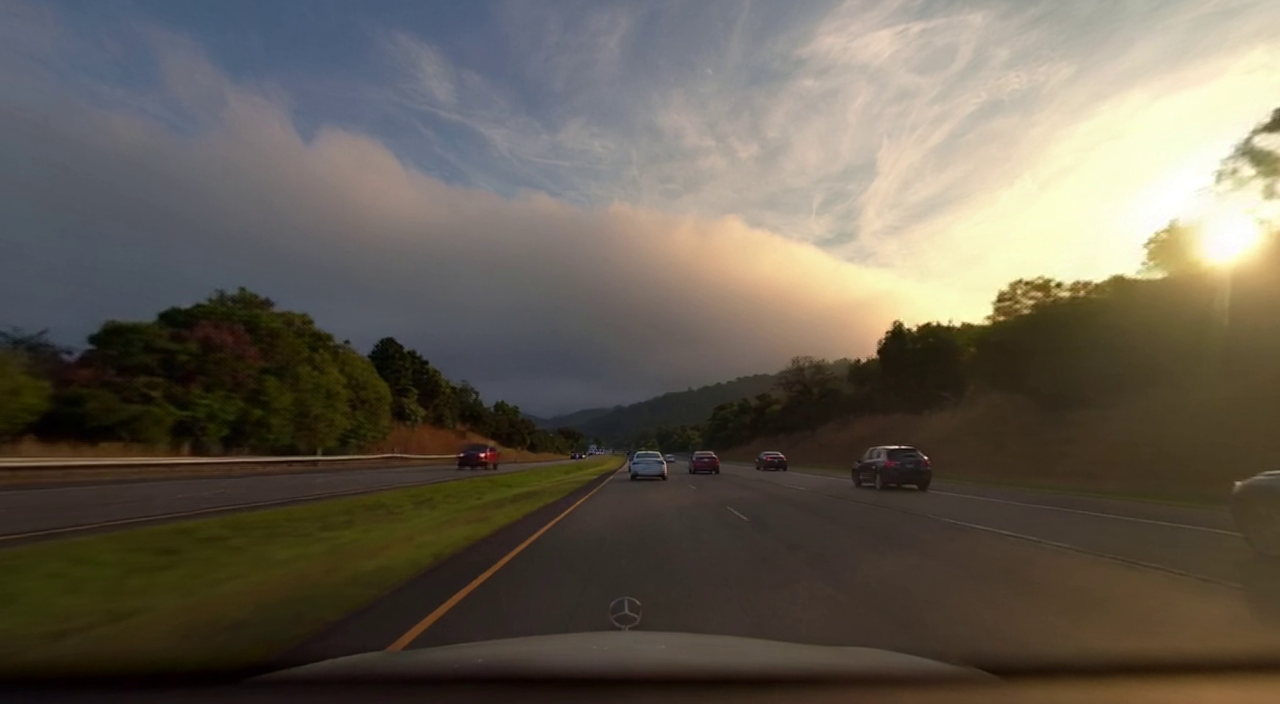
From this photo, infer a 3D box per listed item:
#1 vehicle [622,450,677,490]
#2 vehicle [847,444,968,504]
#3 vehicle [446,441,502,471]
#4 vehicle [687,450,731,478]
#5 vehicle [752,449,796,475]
[{"bbox_3d":[0.366,4.652,25.109,2.020,1.426,3.702,0,-9,0],"label":"vehicle"},{"bbox_3d":[7.689,3.507,18.556,1.847,1.554,3.752,0,-9,-1],"label":"vehicle"},{"bbox_3d":[-9.404,5.947,36.124,2.037,1.589,4.257,0,-9,0],"label":"vehicle"},{"bbox_3d":[3.963,6.502,36.834,1.981,1.518,4.029,0,-9,-1],"label":"vehicle"},{"bbox_3d":[8.640,7.136,40.961,1.957,1.594,3.632,0,-9,-1],"label":"vehicle"}]
